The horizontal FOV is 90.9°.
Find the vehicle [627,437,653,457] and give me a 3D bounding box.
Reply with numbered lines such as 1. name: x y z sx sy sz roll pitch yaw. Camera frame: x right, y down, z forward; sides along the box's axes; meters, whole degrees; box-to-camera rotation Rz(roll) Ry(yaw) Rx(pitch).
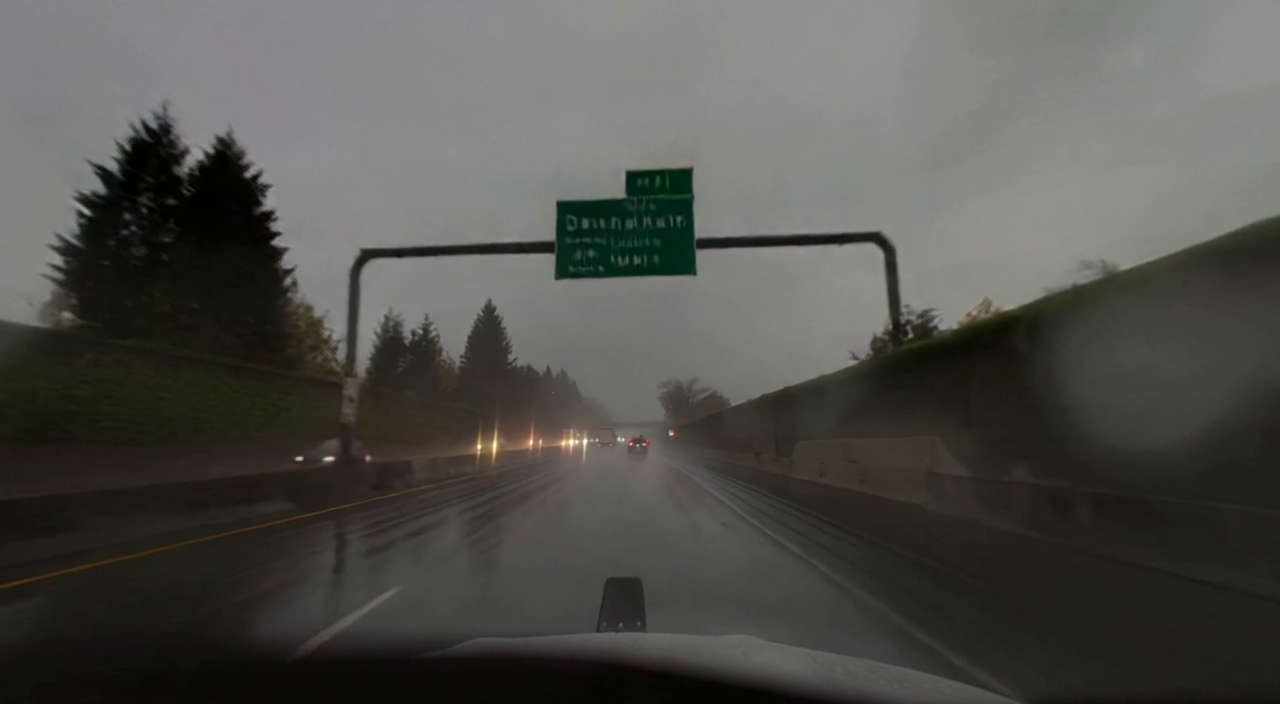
1. vehicle: -0.009 7.483 49.739 2.030 1.523 4.114 0 -8 0

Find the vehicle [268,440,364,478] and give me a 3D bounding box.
1. vehicle: -14.617 4.810 28.744 1.903 1.549 4.611 0 -8 0
